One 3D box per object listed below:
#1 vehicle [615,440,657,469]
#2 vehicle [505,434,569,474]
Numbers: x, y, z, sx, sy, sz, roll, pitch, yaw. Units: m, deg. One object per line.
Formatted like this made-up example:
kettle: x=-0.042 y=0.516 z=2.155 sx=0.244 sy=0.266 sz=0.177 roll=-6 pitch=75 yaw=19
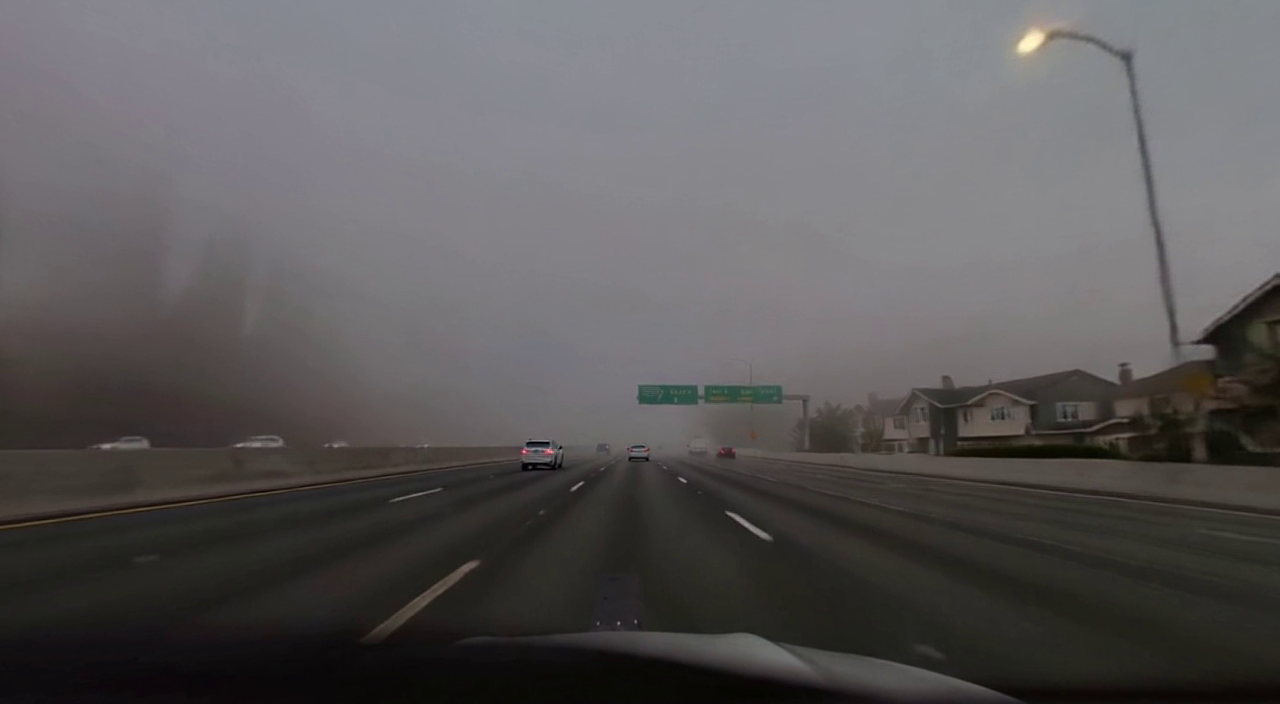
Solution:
vehicle: x=-0.241 y=5.624 z=34.827 sx=2.146 sy=1.485 sz=4.332 roll=0 pitch=-8 yaw=-1
vehicle: x=-4.689 y=4.710 z=29.467 sx=2.260 sy=1.706 sz=4.177 roll=0 pitch=-8 yaw=0
